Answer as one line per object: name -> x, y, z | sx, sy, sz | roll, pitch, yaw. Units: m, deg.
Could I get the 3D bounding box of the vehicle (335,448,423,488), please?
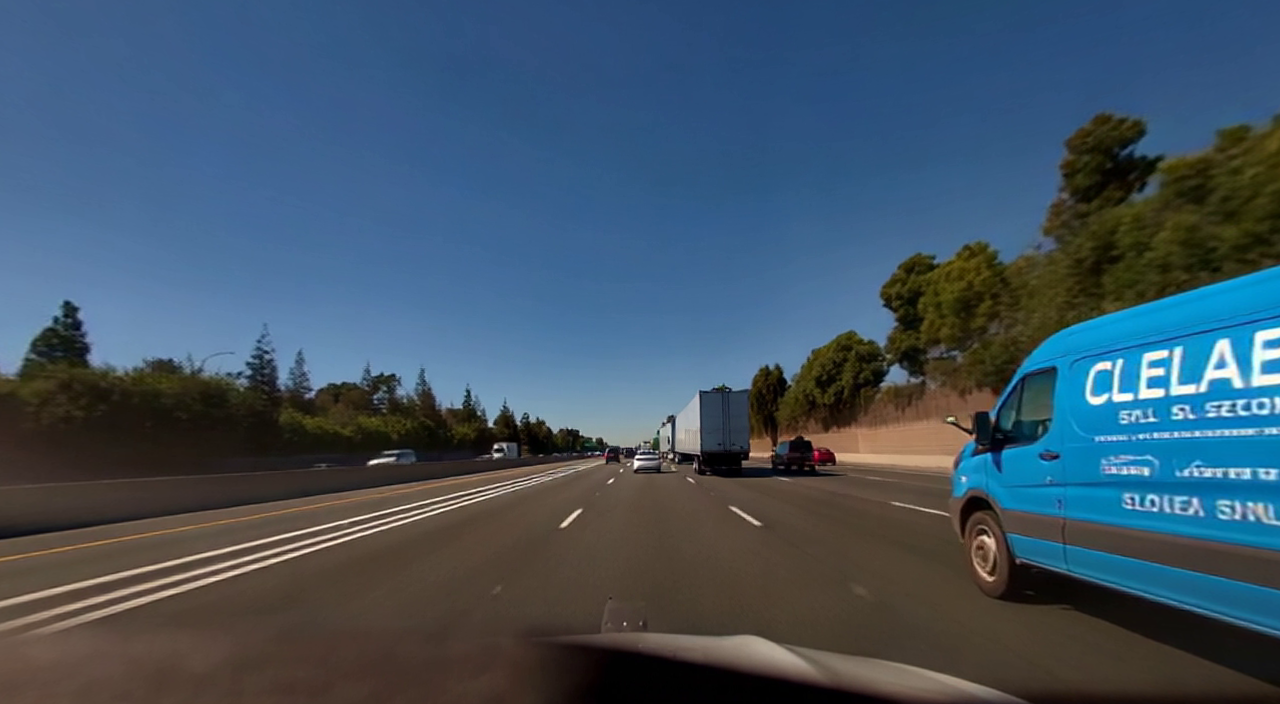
vehicle -> -11.874, 5.284, 29.073 | 2.058, 1.678, 4.584 | 0, -9, 1

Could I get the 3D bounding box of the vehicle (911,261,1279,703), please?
vehicle -> 3.790, 0.711, 2.936 | 2.441, 2.017, 5.739 | 0, -9, 0

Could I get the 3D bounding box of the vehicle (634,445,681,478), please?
vehicle -> 0.776, 5.184, 30.143 | 2.063, 1.469, 4.208 | 0, -9, -1

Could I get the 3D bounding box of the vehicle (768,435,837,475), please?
vehicle -> 7.839, 5.030, 30.941 | 2.144, 1.769, 4.540 | 0, -9, -1

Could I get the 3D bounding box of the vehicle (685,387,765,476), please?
vehicle -> 4.347, 4.612, 35.424 | 2.821, 4.077, 12.562 | 0, -9, 0
